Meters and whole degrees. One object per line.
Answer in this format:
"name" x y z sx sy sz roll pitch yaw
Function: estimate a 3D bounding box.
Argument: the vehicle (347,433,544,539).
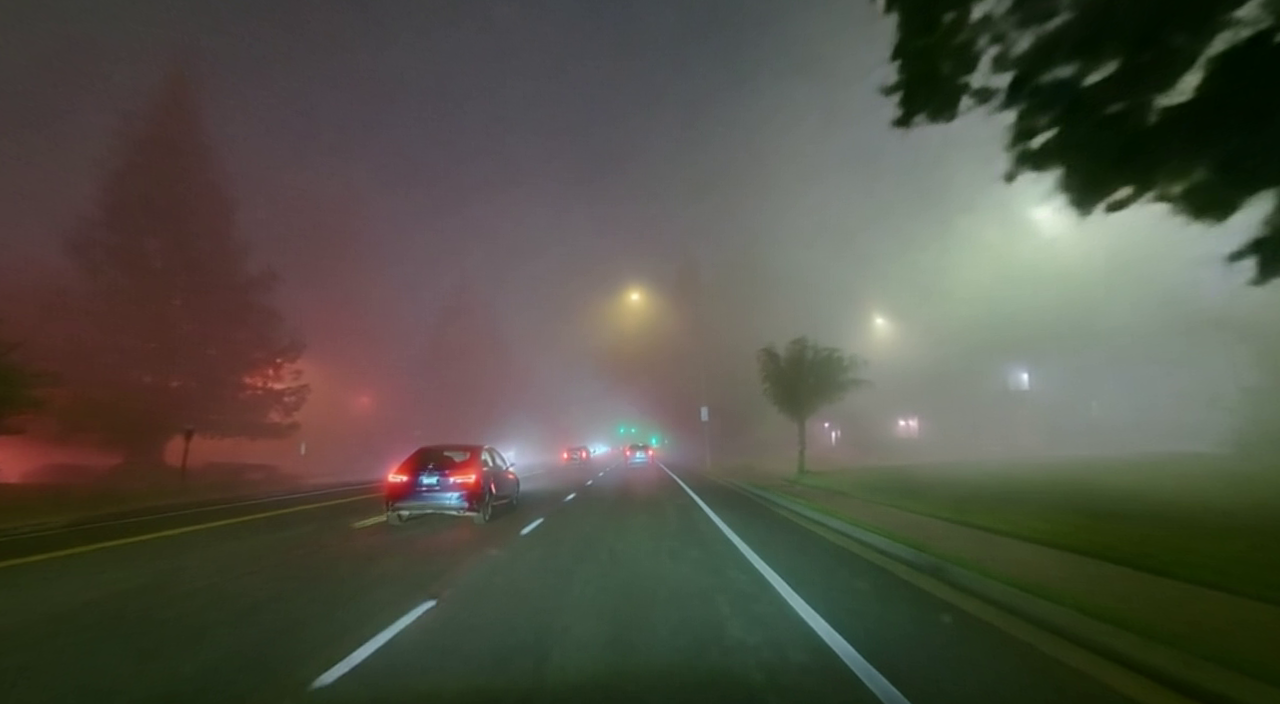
"vehicle" -3.079 2.226 11.114 2.030 1.467 4.403 0 -9 1

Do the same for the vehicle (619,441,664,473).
"vehicle" 0.052 5.096 30.723 2.065 1.456 4.099 0 -9 0

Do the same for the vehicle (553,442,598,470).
"vehicle" -3.617 5.886 35.831 2.114 1.500 3.912 0 -9 0
